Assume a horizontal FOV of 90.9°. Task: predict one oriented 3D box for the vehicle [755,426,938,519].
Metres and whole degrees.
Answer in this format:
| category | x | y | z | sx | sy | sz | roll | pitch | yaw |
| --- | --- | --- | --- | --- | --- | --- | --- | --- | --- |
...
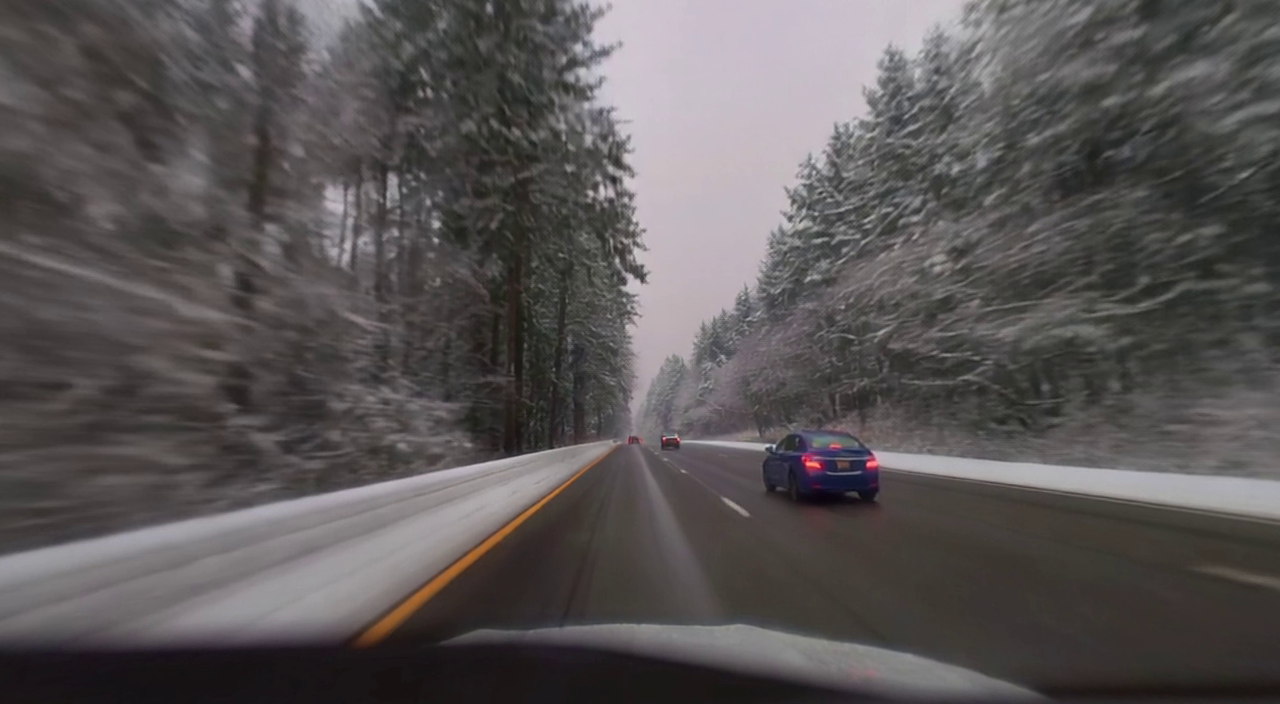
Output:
| category | x | y | z | sx | sy | sz | roll | pitch | yaw |
| --- | --- | --- | --- | --- | --- | --- | --- | --- | --- |
| vehicle | 3.792 | 2.264 | 12.528 | 2.017 | 1.502 | 4.369 | 0 | -8 | -2 |
